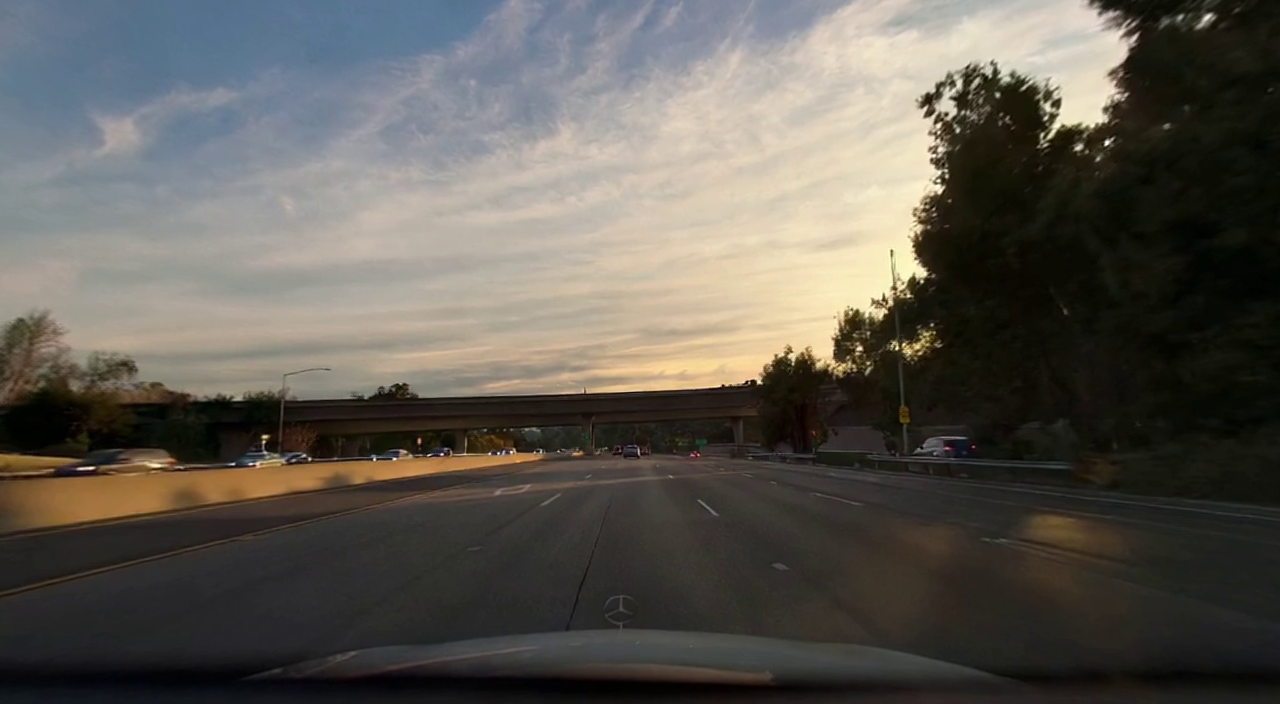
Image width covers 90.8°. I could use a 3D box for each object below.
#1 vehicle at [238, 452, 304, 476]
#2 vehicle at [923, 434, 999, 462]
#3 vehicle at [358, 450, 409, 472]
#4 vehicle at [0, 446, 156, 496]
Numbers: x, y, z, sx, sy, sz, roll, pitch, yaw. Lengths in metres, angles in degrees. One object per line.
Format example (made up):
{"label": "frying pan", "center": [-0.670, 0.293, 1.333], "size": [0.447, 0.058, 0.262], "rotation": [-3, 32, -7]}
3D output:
{"label": "vehicle", "center": [-25.600, 7.779, 44.027], "size": [2.024, 1.547, 4.451], "rotation": [0, -9, -2]}
{"label": "vehicle", "center": [18.609, 5.606, 36.871], "size": [1.916, 1.508, 4.485], "rotation": [0, -9, -3]}
{"label": "vehicle", "center": [-18.658, 7.890, 46.140], "size": [1.871, 1.497, 4.589], "rotation": [0, -9, -1]}
{"label": "vehicle", "center": [-22.096, 4.597, 24.948], "size": [1.936, 1.735, 5.067], "rotation": [0, -9, -1]}
